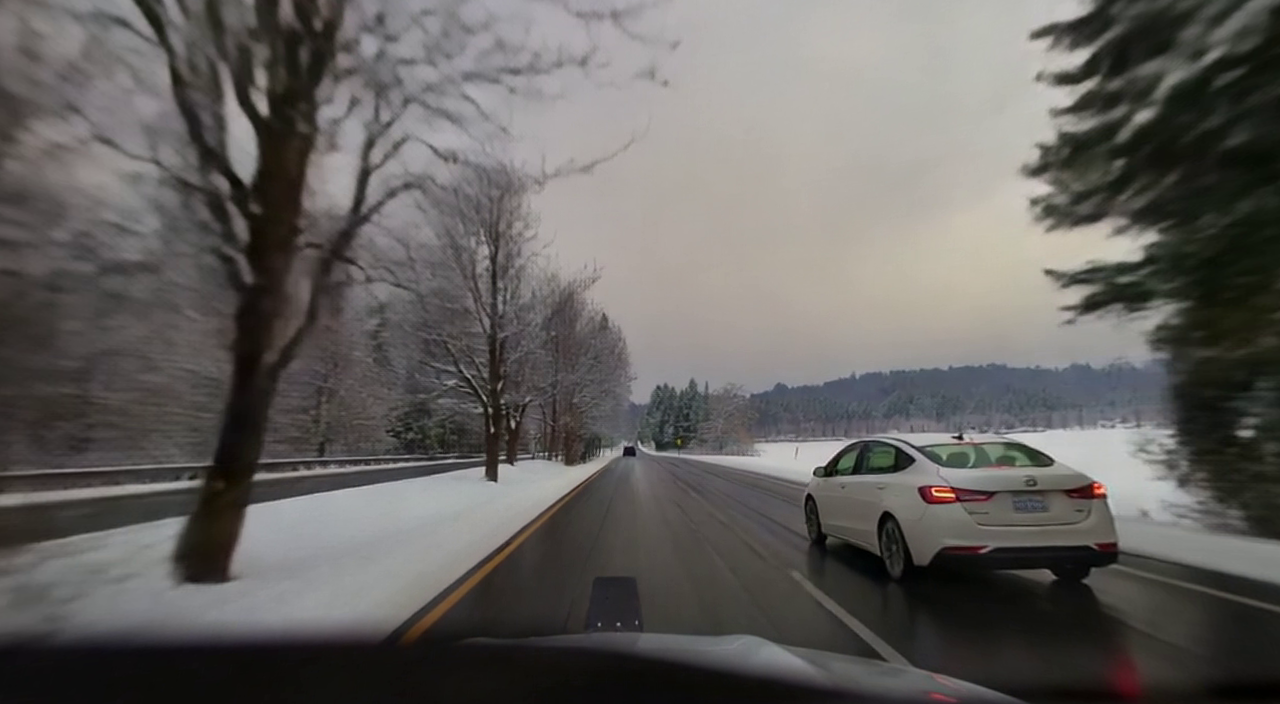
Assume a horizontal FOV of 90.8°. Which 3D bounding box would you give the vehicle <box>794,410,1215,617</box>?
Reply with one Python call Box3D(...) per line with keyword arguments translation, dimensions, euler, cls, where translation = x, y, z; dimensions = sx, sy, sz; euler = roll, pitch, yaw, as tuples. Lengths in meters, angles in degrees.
Box3D(translation=(3.407, 1.606, 7.272), dimensions=(2.060, 1.584, 4.592), euler=(0, -9, 0), cls="vehicle")
